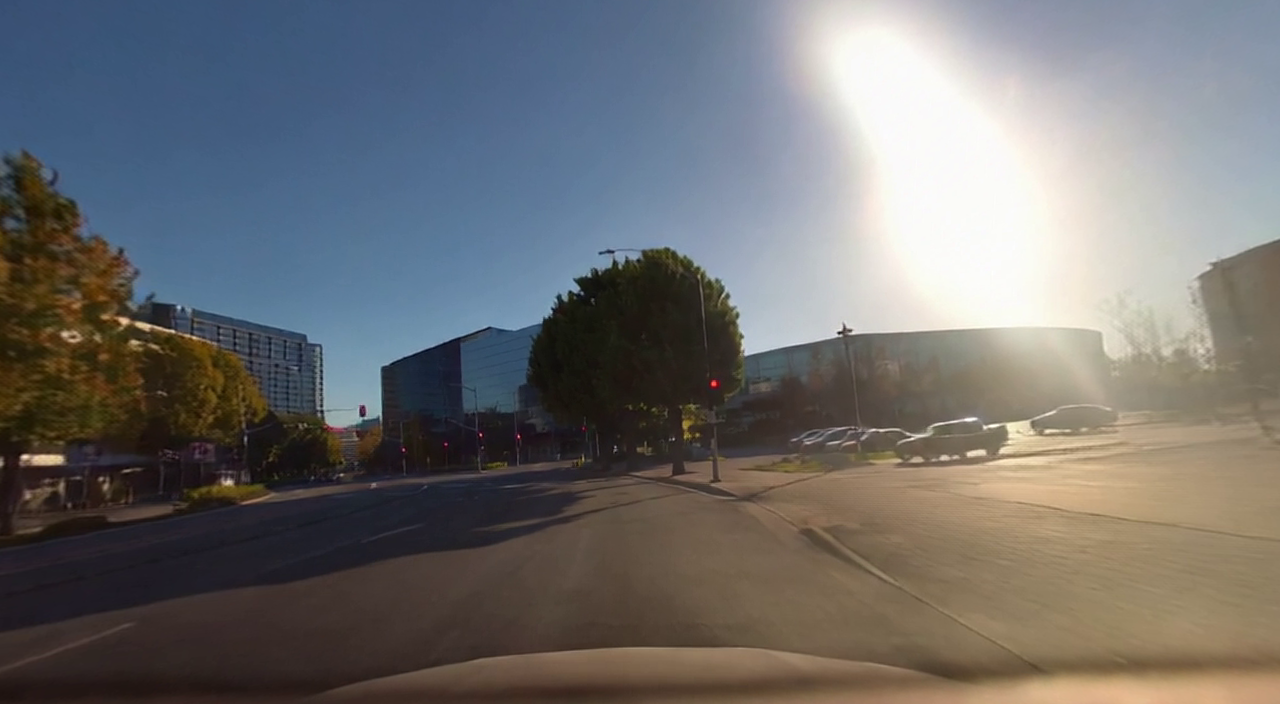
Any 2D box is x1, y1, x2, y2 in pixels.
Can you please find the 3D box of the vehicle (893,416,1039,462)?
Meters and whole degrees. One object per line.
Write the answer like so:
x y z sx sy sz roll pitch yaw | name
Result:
11.960 3.238 23.342 4.332 1.581 2.028 2 -9 -10 | vehicle

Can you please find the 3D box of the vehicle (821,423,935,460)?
10.733 4.094 28.641 4.400 1.584 1.964 2 -9 -12 | vehicle

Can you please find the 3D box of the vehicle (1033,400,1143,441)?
31.240 4.813 44.203 5.870 1.998 2.092 -14 -9 39 | vehicle
